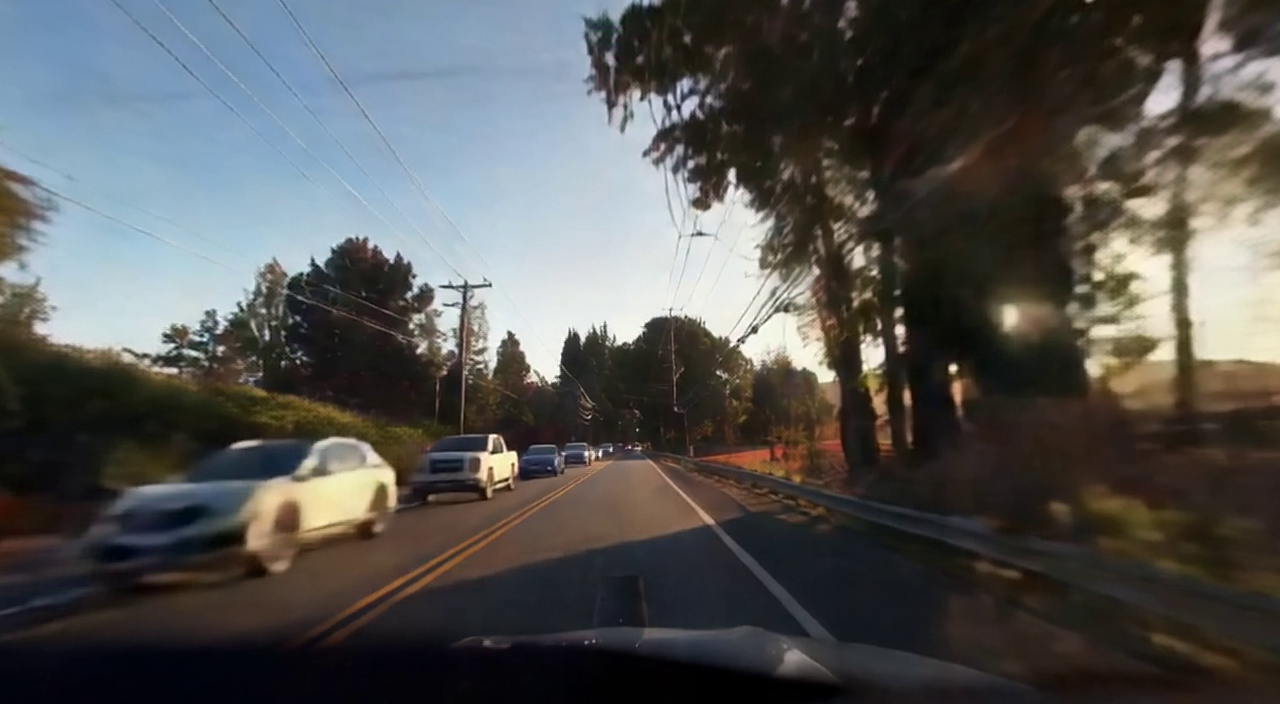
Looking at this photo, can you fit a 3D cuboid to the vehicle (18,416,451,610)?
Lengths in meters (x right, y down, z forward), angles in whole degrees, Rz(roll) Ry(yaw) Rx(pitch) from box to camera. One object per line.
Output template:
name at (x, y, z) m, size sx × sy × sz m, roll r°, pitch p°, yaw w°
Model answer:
vehicle at (-4.583, 1.863, 8.620) m, size 2.329 × 1.690 × 5.423 m, roll -2°, pitch -8°, yaw 0°

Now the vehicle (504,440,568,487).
vehicle at (-4.338, 4.673, 26.989) m, size 2.070 × 1.665 × 4.554 m, roll -3°, pitch -8°, yaw -3°
